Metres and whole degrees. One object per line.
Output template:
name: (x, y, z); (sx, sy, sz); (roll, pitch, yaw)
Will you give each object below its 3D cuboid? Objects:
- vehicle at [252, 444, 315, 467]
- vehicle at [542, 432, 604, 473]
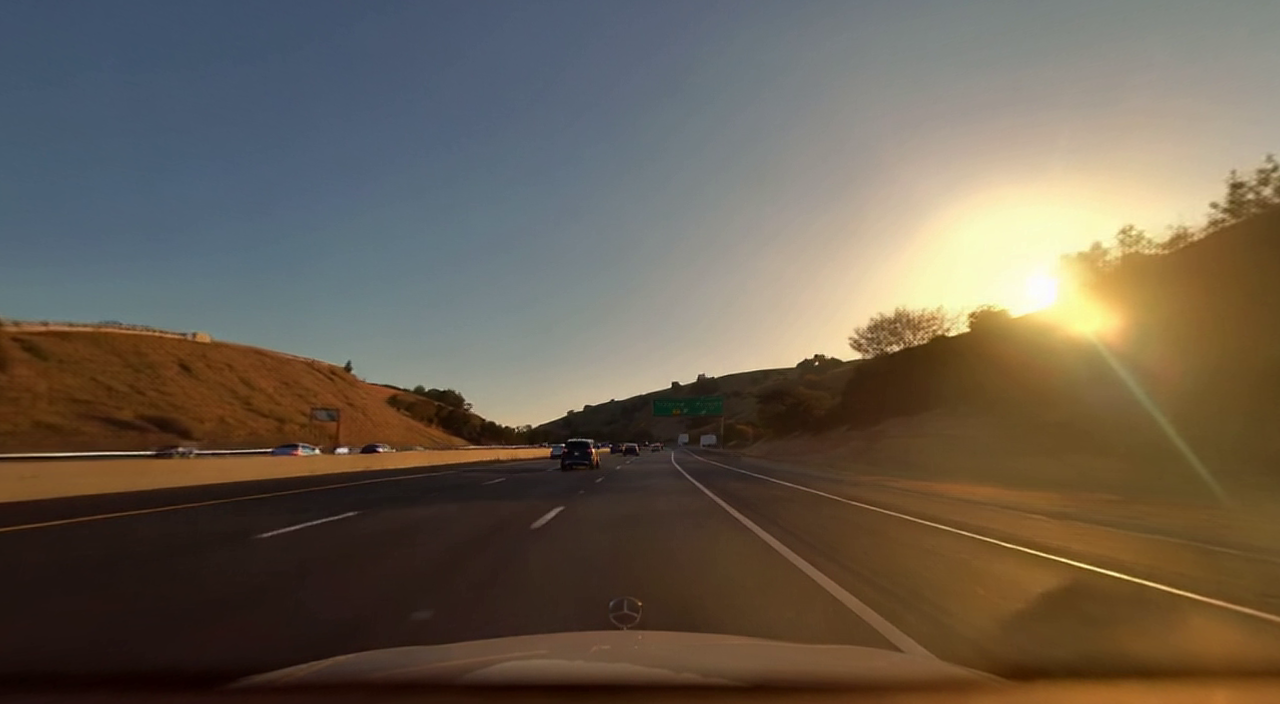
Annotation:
vehicle: (-27.685, 8.030, 48.937); (2.016, 1.671, 4.537); (0, -8, 3)
vehicle: (-3.283, 5.073, 31.972); (2.413, 1.896, 5.218); (0, -8, 2)
